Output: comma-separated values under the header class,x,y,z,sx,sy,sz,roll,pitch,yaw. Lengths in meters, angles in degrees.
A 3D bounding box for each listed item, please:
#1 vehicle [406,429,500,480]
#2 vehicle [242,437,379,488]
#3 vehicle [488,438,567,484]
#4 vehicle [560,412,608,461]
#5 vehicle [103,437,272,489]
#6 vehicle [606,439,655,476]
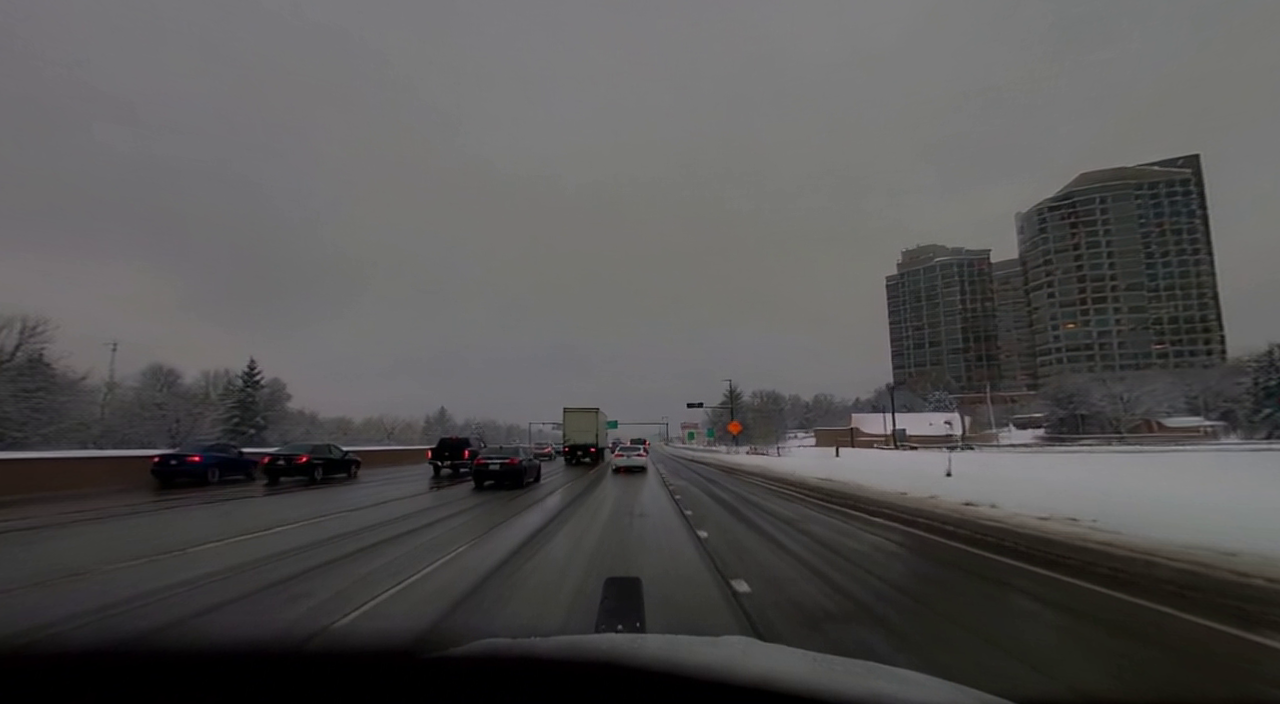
class,x,y,z,sx,sy,sz,roll,pitch,yaw
vehicle,-7.287,4.063,25.184,2.190,1.821,4.800,0,-8,1
vehicle,-10.800,3.643,21.125,1.987,1.495,4.710,0,-8,1
vehicle,-3.989,3.923,23.049,2.016,1.497,4.235,0,-8,1
vehicle,-4.080,6.460,47.652,2.955,3.359,8.322,0,-8,-1
vehicle,-14.557,3.579,20.692,1.948,1.483,4.814,0,-8,0
vehicle,-0.397,4.650,27.952,1.991,1.488,3.922,0,-8,0
